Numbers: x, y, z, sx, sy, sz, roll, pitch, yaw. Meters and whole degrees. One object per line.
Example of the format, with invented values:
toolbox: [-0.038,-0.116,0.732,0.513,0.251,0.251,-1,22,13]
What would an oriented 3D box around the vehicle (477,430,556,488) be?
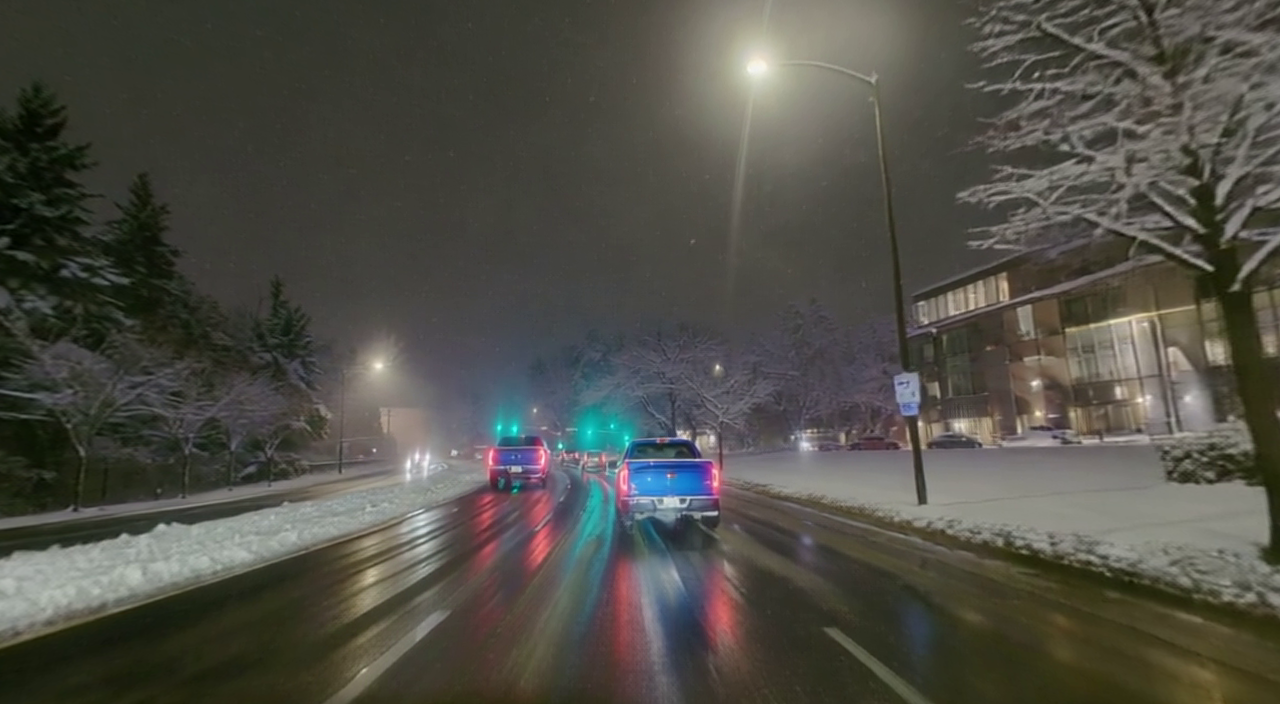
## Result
vehicle: [-4.697,4.190,24.926,2.512,1.992,5.725,1,-9,-6]

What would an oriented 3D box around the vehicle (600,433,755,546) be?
vehicle: [0.394,2.211,10.818,2.142,1.528,4.133,0,-9,-4]
